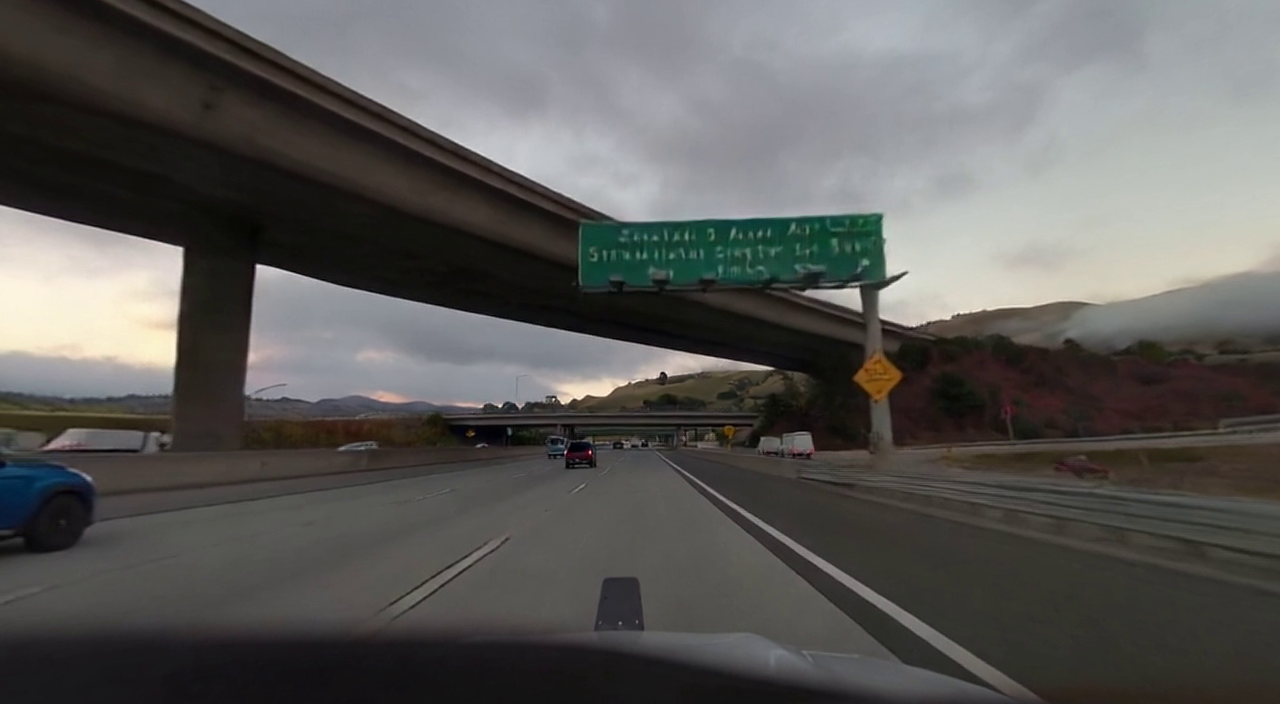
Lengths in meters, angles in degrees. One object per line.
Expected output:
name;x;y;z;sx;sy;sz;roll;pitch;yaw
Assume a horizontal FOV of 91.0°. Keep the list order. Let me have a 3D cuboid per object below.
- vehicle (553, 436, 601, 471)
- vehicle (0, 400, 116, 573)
vehicle;-3.547;5.822;36.196;2.144;1.847;4.850;0;-9;1
vehicle;-7.458;1.181;5.254;2.092;1.712;4.627;0;-9;1
